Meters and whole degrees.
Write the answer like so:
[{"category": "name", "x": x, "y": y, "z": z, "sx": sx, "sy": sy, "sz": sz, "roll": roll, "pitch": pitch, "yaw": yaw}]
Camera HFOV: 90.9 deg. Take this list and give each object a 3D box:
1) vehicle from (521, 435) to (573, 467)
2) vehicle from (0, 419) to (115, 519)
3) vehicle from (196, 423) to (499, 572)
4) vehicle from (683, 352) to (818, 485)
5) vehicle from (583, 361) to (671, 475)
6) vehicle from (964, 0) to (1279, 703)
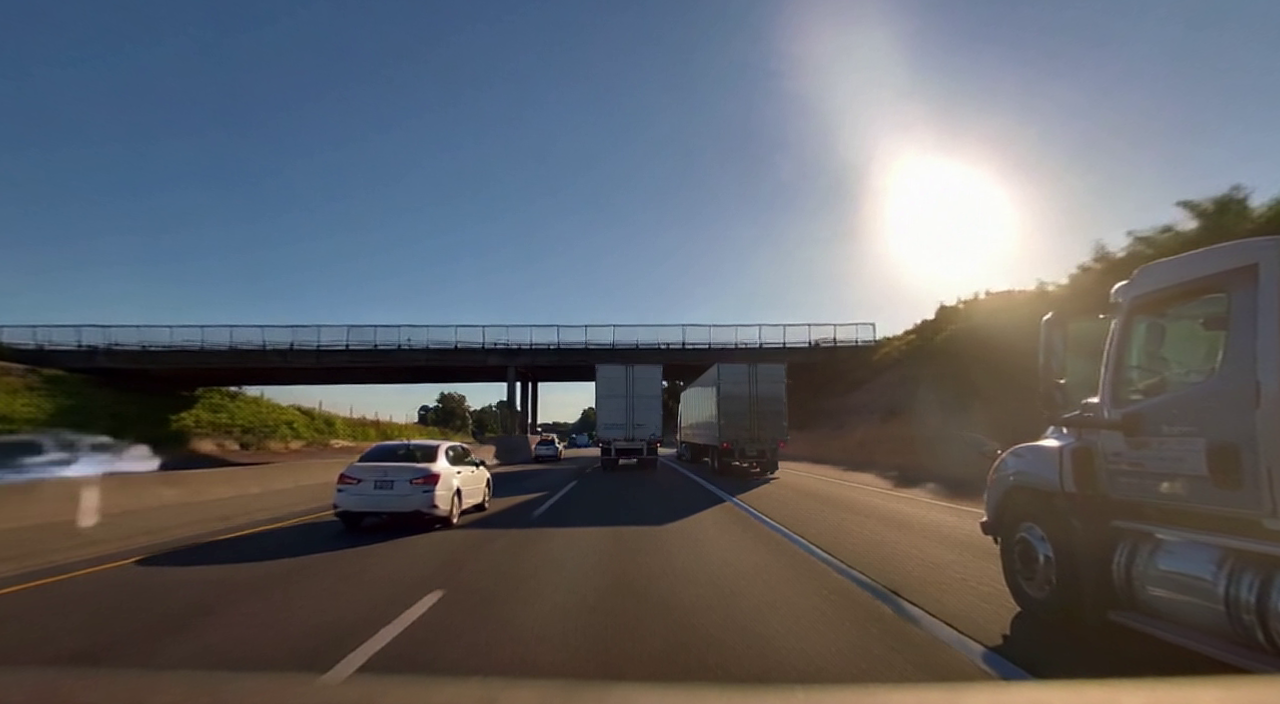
[{"category": "vehicle", "x": -4.458, "y": 4.799, "z": 30.832, "sx": 2.049, "sy": 1.483, "sz": 3.786, "roll": 0, "pitch": -8, "yaw": -1}, {"category": "vehicle", "x": -11.380, "y": 1.894, "z": 10.173, "sx": 1.925, "sy": 1.607, "sz": 4.500, "roll": 0, "pitch": -8, "yaw": 0}, {"category": "vehicle", "x": -3.404, "y": 1.750, "z": 8.582, "sx": 1.894, "sy": 1.460, "sz": 4.662, "roll": 0, "pitch": -8, "yaw": 0}, {"category": "vehicle", "x": 3.625, "y": 2.696, "z": 24.257, "sx": 2.817, "sy": 3.886, "sz": 11.491, "roll": 0, "pitch": -8, "yaw": -1}, {"category": "vehicle", "x": -0.505, "y": 3.051, "z": 27.760, "sx": 3.090, "sy": 4.065, "sz": 10.702, "roll": 0, "pitch": -8, "yaw": -1}, {"category": "vehicle", "x": 3.937, "y": -0.428, "z": 1.398, "sx": 3.074, "sy": 3.896, "sz": 5.910, "roll": 0, "pitch": -8, "yaw": -1}]
